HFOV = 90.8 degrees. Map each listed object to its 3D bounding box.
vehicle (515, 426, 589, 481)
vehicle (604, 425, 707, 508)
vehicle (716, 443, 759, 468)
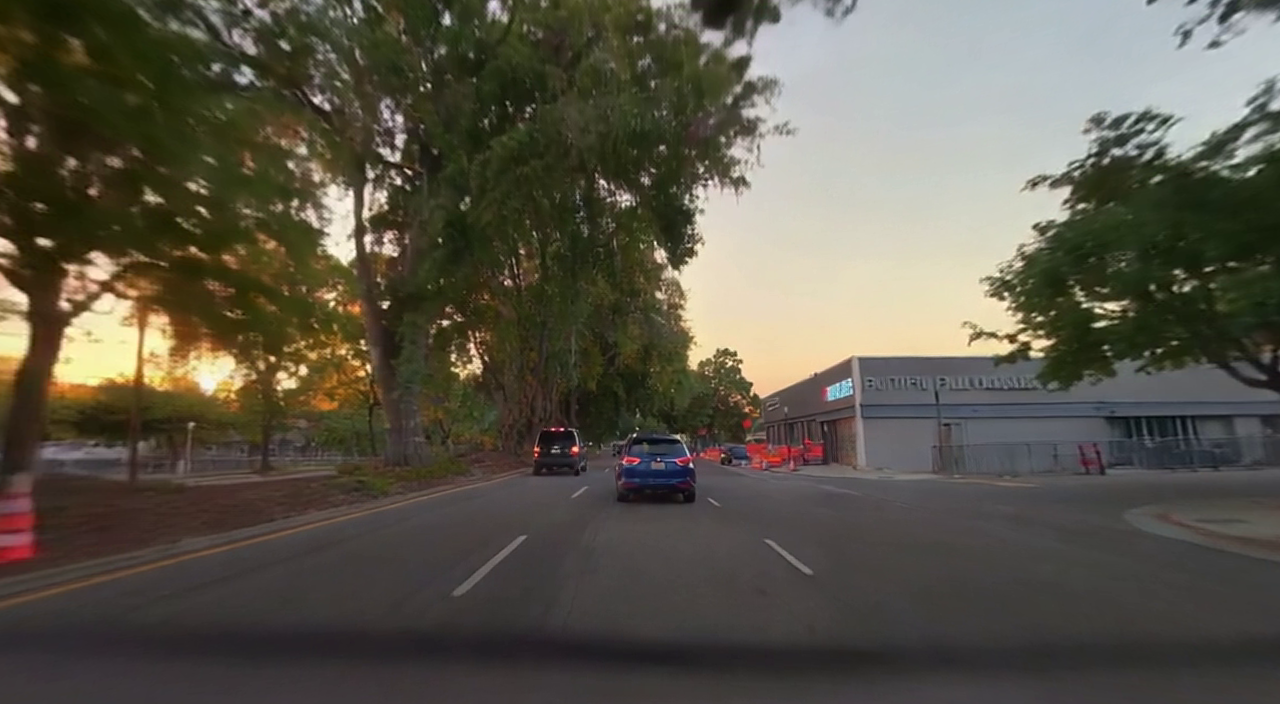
[{"bbox_3d":[-3.569,4.282,26.901,2.357,2.063,5.488,0,-9,0],"label":"vehicle"},{"bbox_3d":[0.238,2.733,15.505,2.168,1.725,4.192,0,-9,-2],"label":"vehicle"},{"bbox_3d":[6.485,6.960,42.510,2.076,1.535,4.460,0,-9,-1],"label":"vehicle"}]
